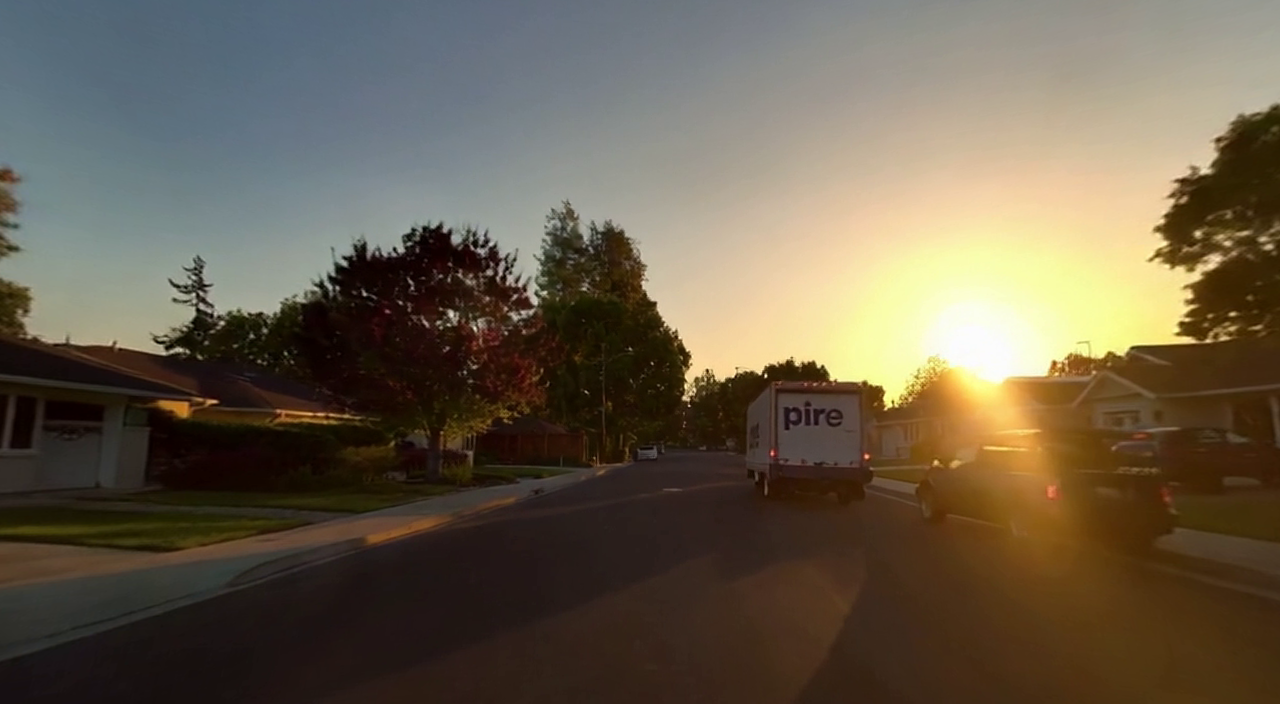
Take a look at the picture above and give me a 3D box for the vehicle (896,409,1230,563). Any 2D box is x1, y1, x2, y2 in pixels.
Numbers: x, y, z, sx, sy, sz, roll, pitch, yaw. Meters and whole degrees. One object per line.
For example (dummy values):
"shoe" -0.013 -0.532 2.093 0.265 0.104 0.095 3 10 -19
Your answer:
"vehicle" 6.163 1.989 10.078 2.410 1.902 4.277 0 -8 2

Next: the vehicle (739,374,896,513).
"vehicle" 4.484 2.569 17.693 2.924 3.018 7.600 -1 -9 6
